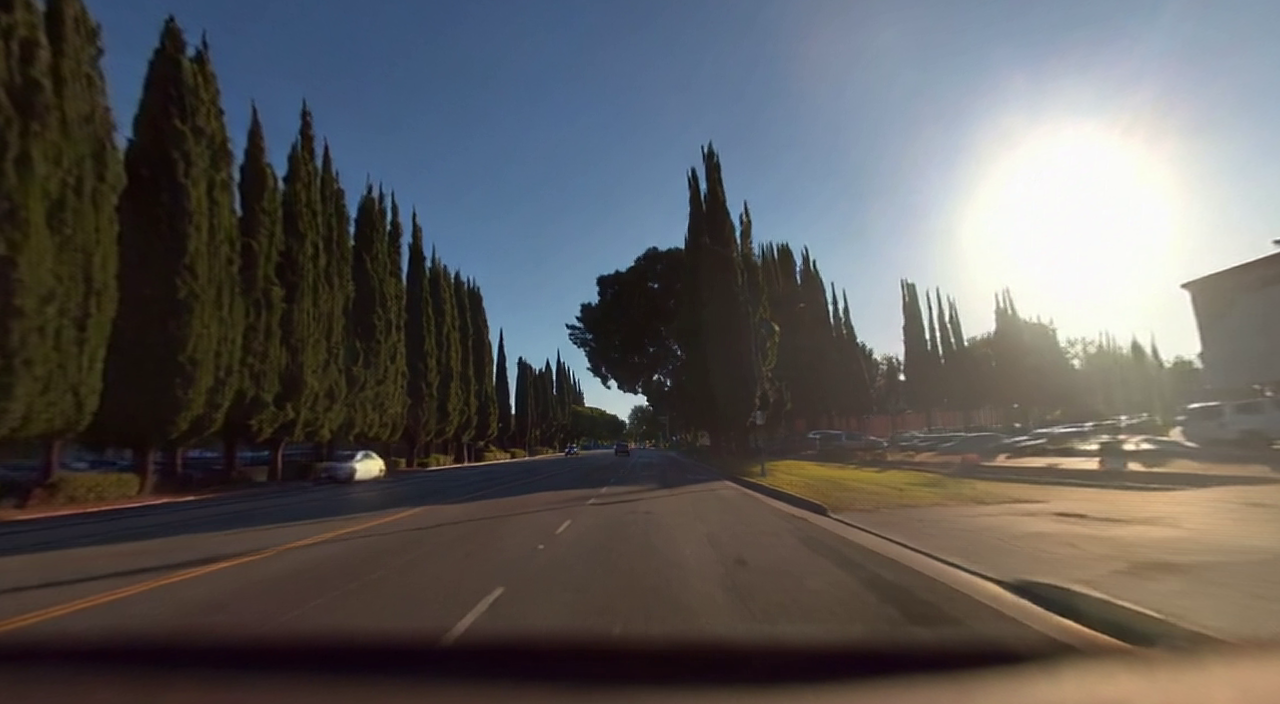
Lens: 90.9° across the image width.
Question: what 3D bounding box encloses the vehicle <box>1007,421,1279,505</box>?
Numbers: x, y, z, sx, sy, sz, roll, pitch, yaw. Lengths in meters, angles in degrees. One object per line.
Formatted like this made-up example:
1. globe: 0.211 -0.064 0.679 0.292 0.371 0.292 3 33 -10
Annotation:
1. vehicle: 11.029 2.463 14.105 4.361 1.462 1.857 -4 -9 1

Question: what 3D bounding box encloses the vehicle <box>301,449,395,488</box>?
1. vehicle: -13.657 5.443 29.846 2.044 1.514 4.704 -4 -9 3
